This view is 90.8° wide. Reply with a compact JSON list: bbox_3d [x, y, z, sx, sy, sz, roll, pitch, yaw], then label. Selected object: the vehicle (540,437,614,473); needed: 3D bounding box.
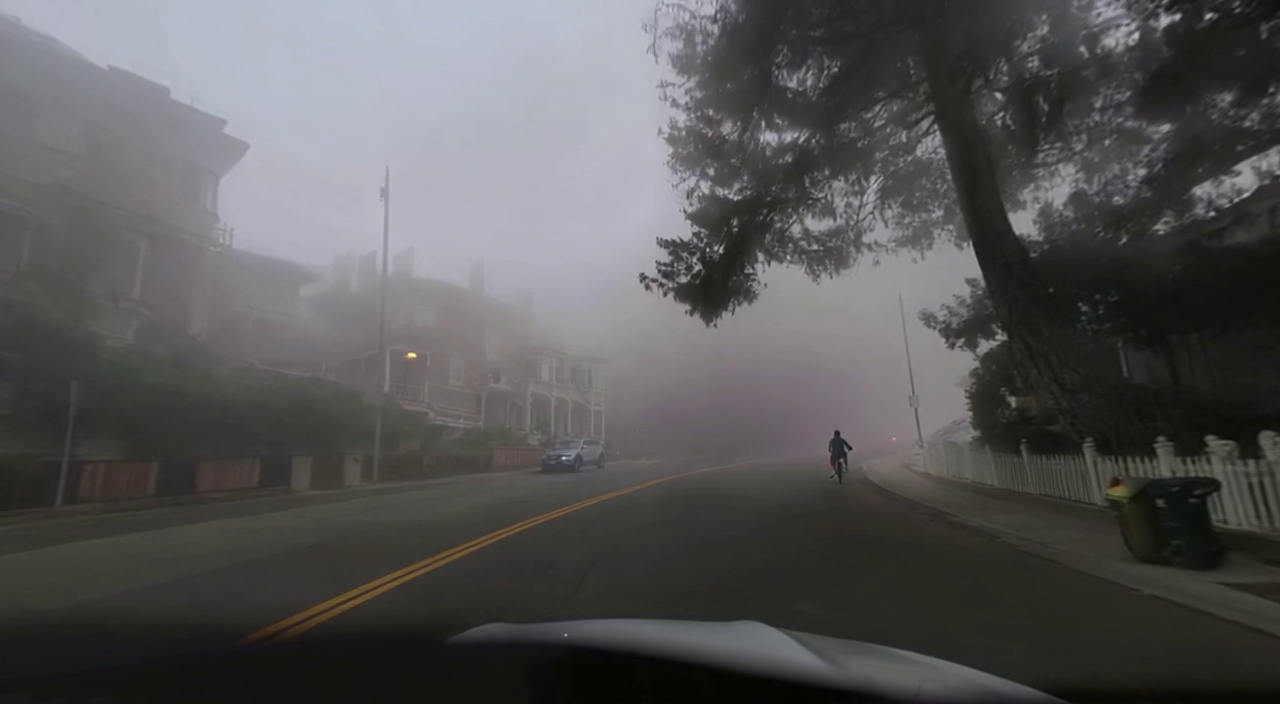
[{"bbox_3d":[-3.090,5.174,31.901,1.937,1.670,4.391,-3,-9,20],"label":"vehicle"}]
